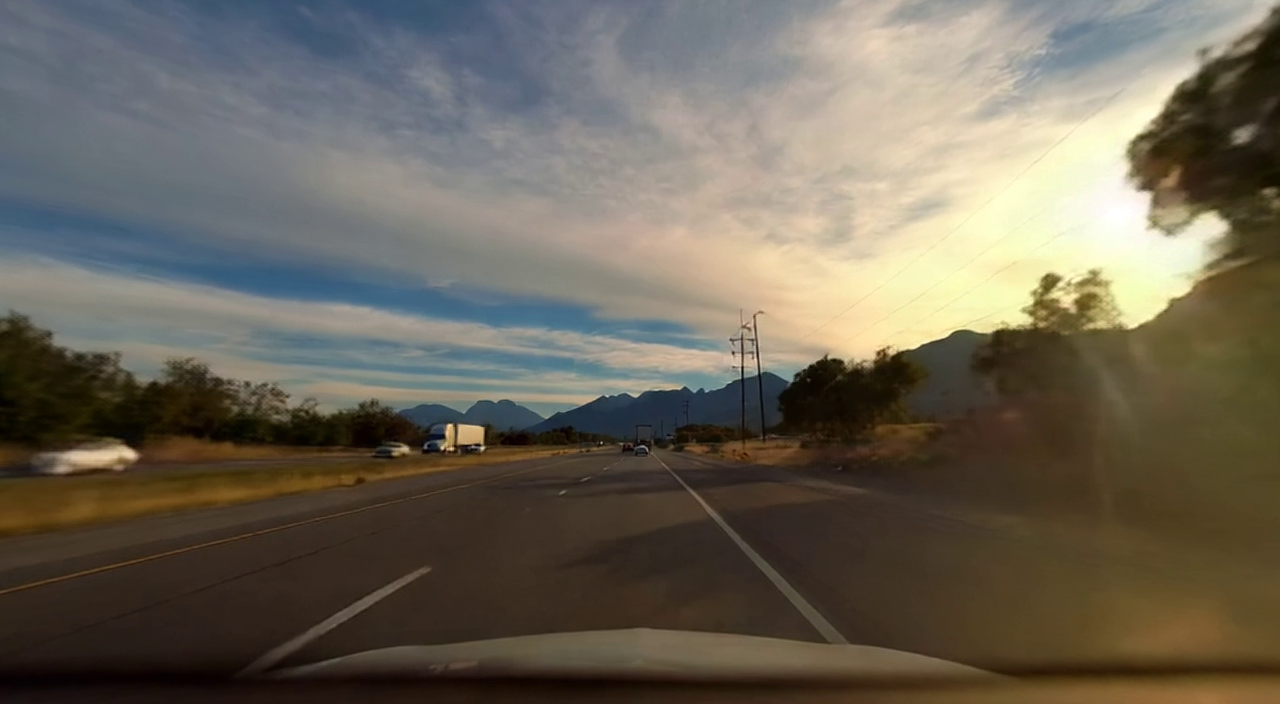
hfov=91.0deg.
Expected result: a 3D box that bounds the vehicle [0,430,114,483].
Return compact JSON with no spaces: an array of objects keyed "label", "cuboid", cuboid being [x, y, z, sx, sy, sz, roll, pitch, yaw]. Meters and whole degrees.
[{"label":"vehicle","cuboid":[-22.442,3.796,23.092,2.156,1.749,4.634,0,-8,1]}]
